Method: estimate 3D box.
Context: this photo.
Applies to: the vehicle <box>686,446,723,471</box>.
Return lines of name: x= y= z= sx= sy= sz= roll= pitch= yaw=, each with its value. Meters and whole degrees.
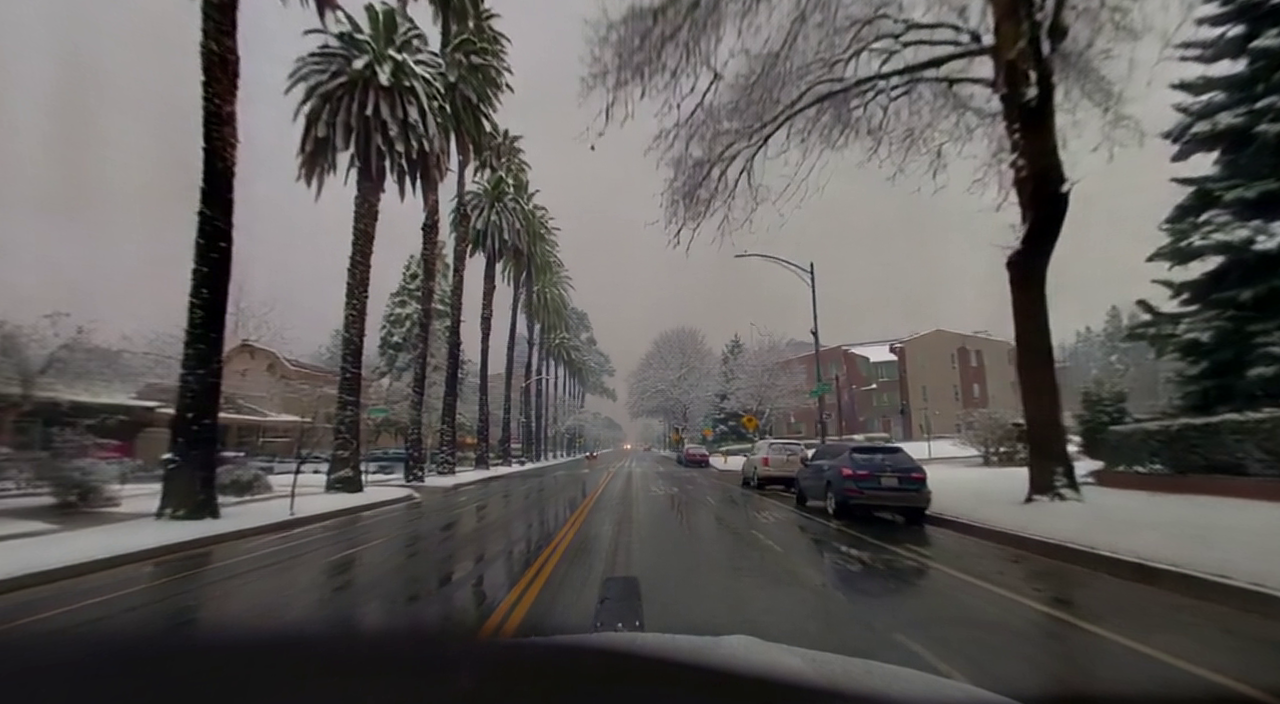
vehicle: x=4.380 y=7.352 z=43.767 sx=1.997 sy=1.640 sz=4.494 roll=0 pitch=-9 yaw=-1

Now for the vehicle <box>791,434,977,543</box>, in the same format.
vehicle: x=4.485 y=2.568 z=12.492 sx=2.000 sy=1.732 sz=4.298 roll=-1 pitch=-9 yaw=1

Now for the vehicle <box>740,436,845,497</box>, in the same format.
vehicle: x=4.747 y=3.661 z=20.546 sx=2.144 sy=1.720 sz=4.794 roll=0 pitch=-9 yaw=-1
